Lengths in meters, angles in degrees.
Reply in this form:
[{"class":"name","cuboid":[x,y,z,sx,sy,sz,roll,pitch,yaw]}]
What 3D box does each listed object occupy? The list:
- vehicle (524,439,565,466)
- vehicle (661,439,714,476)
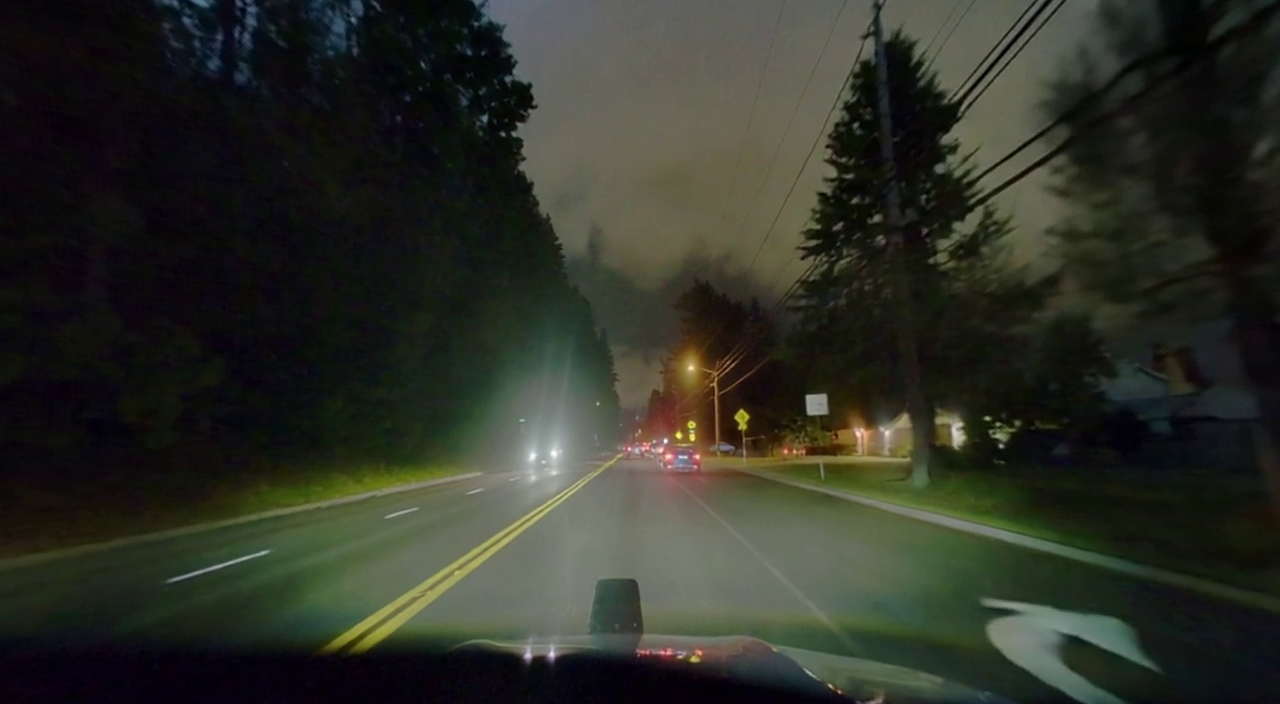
[{"class":"vehicle","cuboid":[-7.138,7.559,47.494,2.352,1.857,4.690,0,-9,0]},{"class":"vehicle","cuboid":[2.032,4.664,28.018,1.975,1.497,3.647,0,-9,-2]}]
